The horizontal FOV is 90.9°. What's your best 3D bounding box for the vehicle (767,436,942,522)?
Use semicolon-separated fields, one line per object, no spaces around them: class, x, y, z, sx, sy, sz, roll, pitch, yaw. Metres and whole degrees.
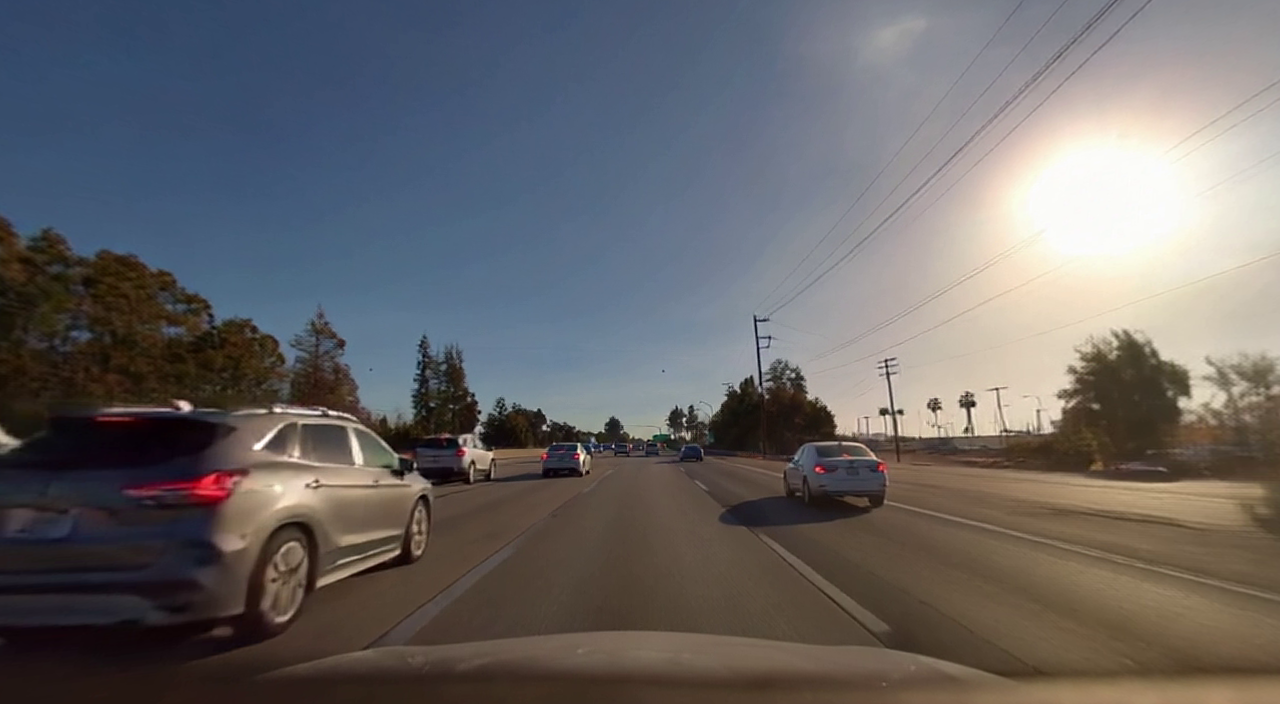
vehicle;4.175;2.537;13.277;2.022;1.472;4.678;0;-8;0

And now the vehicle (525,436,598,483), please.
vehicle;-2.950;4.139;24.624;2.133;1.668;4.505;0;-8;2

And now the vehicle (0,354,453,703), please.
vehicle;-3.380;1.220;5.334;2.133;1.775;4.530;0;-8;1
